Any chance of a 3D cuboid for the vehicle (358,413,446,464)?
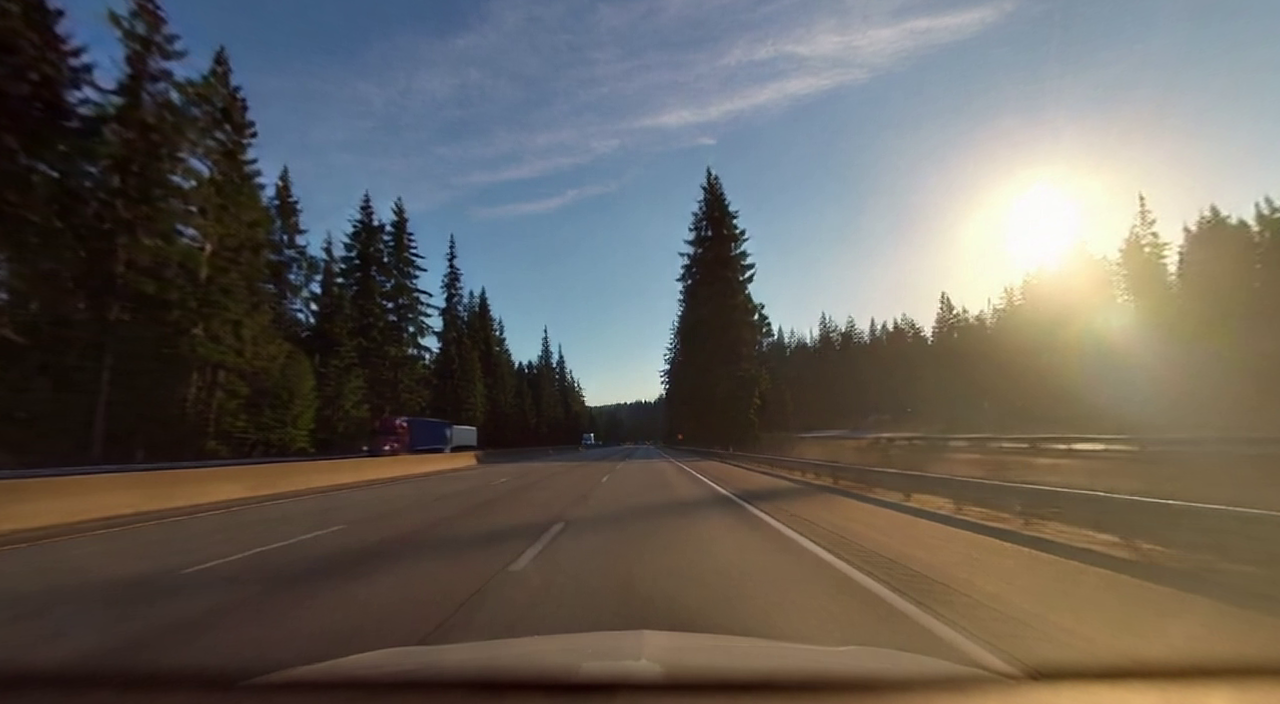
[{"bbox_3d":[-16.924,6.307,45.739,2.750,3.286,8.975,0,-8,1],"label":"vehicle"}]
